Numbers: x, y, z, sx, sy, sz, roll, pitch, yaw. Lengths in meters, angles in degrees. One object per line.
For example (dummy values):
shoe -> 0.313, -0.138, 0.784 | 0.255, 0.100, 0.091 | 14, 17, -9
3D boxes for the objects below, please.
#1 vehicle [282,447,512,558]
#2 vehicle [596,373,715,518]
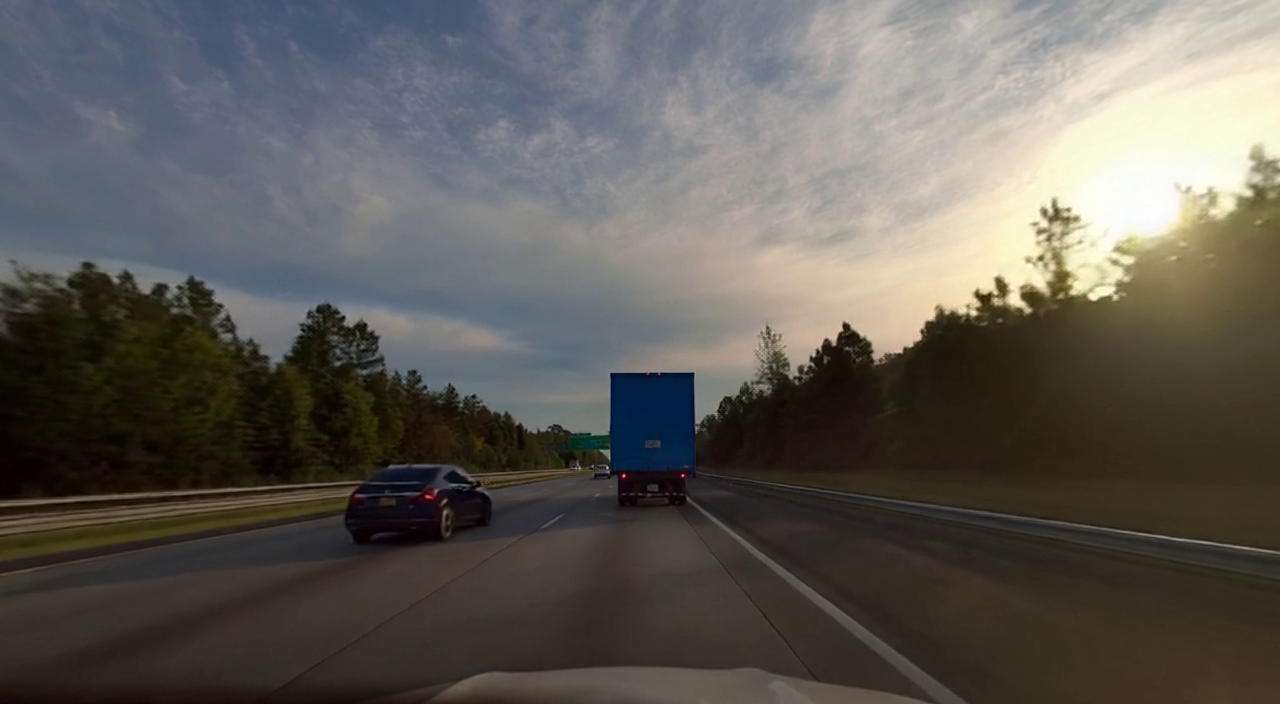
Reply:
vehicle -> -3.880, 2.534, 11.214 | 2.079, 1.506, 4.821 | 0, -10, 1
vehicle -> 0.422, 3.224, 20.958 | 3.008, 3.678, 9.512 | 1, -10, 0
